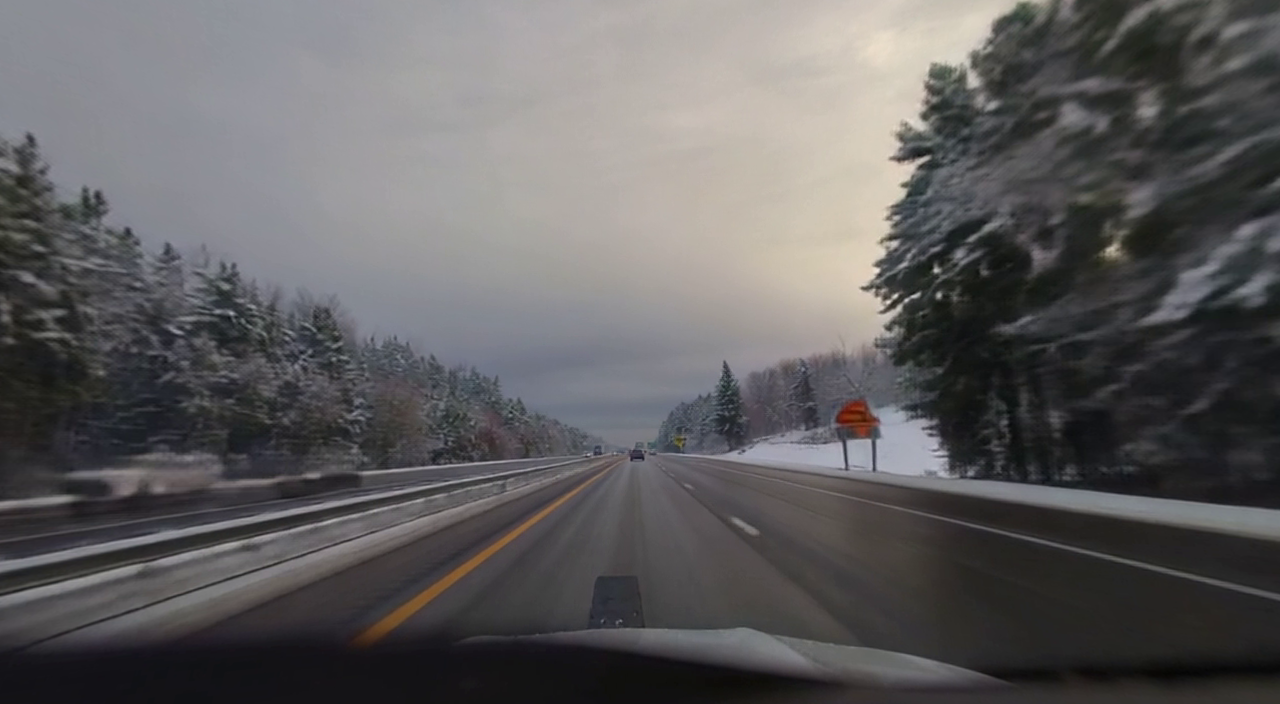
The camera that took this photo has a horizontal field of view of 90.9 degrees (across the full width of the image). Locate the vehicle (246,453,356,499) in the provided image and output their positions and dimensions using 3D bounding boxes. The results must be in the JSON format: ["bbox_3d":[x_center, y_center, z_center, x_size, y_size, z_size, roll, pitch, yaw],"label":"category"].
[{"bbox_3d":[-12.888,4.714,24.305,1.934,1.588,4.100,0,-9,0],"label":"vehicle"}]

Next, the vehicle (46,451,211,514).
[{"bbox_3d":[-16.687,4.222,20.917,1.864,1.845,4.249,0,-9,0],"label":"vehicle"}]
